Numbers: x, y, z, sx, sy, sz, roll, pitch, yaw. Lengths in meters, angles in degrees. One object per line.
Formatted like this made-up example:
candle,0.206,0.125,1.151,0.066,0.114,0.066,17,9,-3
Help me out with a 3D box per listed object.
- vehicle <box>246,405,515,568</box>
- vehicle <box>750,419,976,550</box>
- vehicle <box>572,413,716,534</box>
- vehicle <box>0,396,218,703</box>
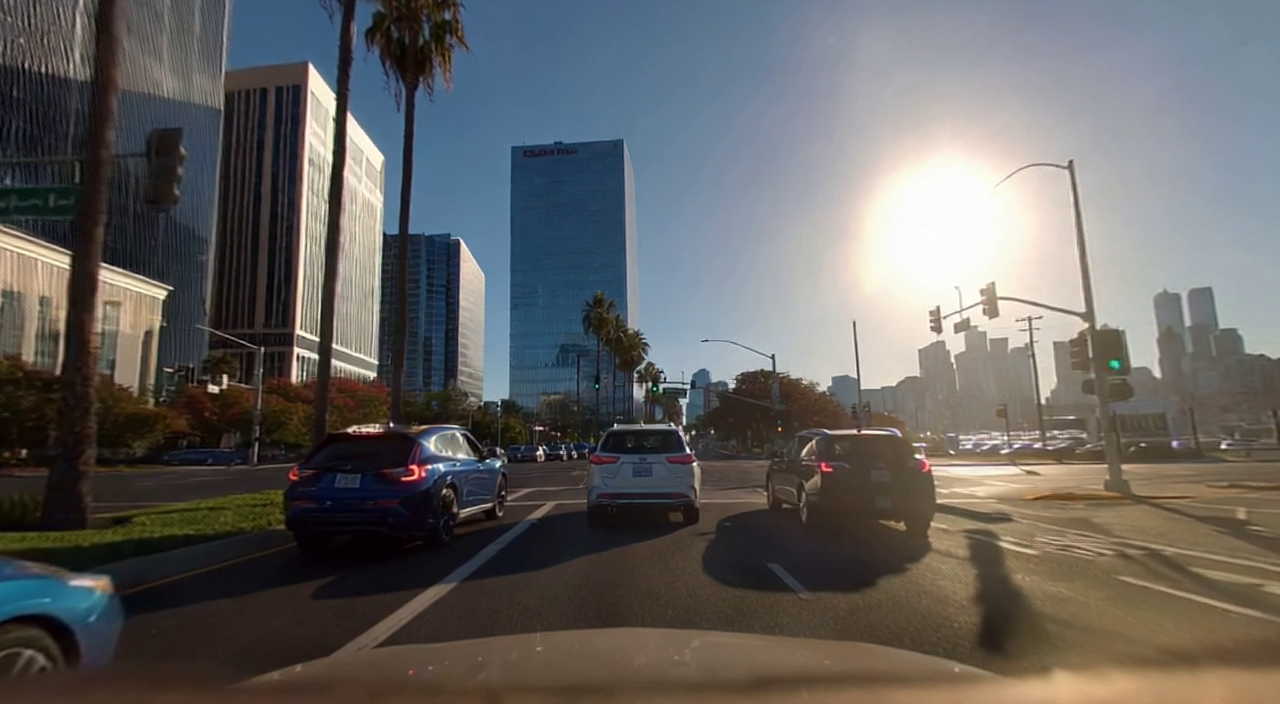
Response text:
vehicle,-3.163,1.730,8.790,1.938,1.713,4.048,0,-9,1
vehicle,3.059,1.904,9.689,1.936,1.567,3.896,0,-9,-2
vehicle,0.058,2.065,11.271,2.060,1.730,4.257,0,-9,0
vehicle,-3.199,0.716,0.933,1.962,1.480,4.605,0,-9,0
